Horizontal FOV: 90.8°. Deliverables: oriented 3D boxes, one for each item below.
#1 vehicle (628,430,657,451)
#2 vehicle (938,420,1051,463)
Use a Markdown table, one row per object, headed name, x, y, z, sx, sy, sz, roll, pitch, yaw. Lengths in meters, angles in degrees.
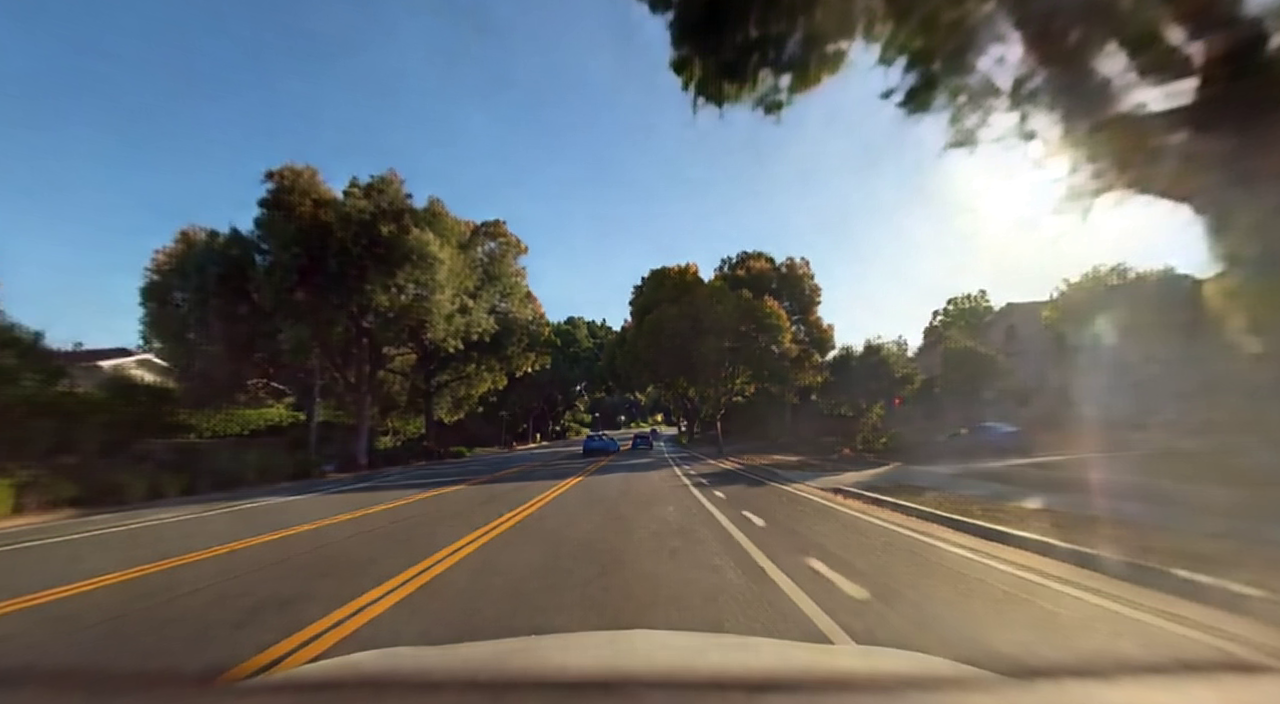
| name | x | y | z | sx | sy | sz | roll | pitch | yaw |
| --- | --- | --- | --- | --- | --- | --- | --- | --- | --- |
| vehicle | 0.204 | 6.624 | 47.138 | 2.067 | 1.486 | 3.861 | 0 | -9 | 1 |
| vehicle | 13.602 | 3.484 | 24.620 | 1.762 | 1.479 | 4.546 | 0 | -8 | 0 |
